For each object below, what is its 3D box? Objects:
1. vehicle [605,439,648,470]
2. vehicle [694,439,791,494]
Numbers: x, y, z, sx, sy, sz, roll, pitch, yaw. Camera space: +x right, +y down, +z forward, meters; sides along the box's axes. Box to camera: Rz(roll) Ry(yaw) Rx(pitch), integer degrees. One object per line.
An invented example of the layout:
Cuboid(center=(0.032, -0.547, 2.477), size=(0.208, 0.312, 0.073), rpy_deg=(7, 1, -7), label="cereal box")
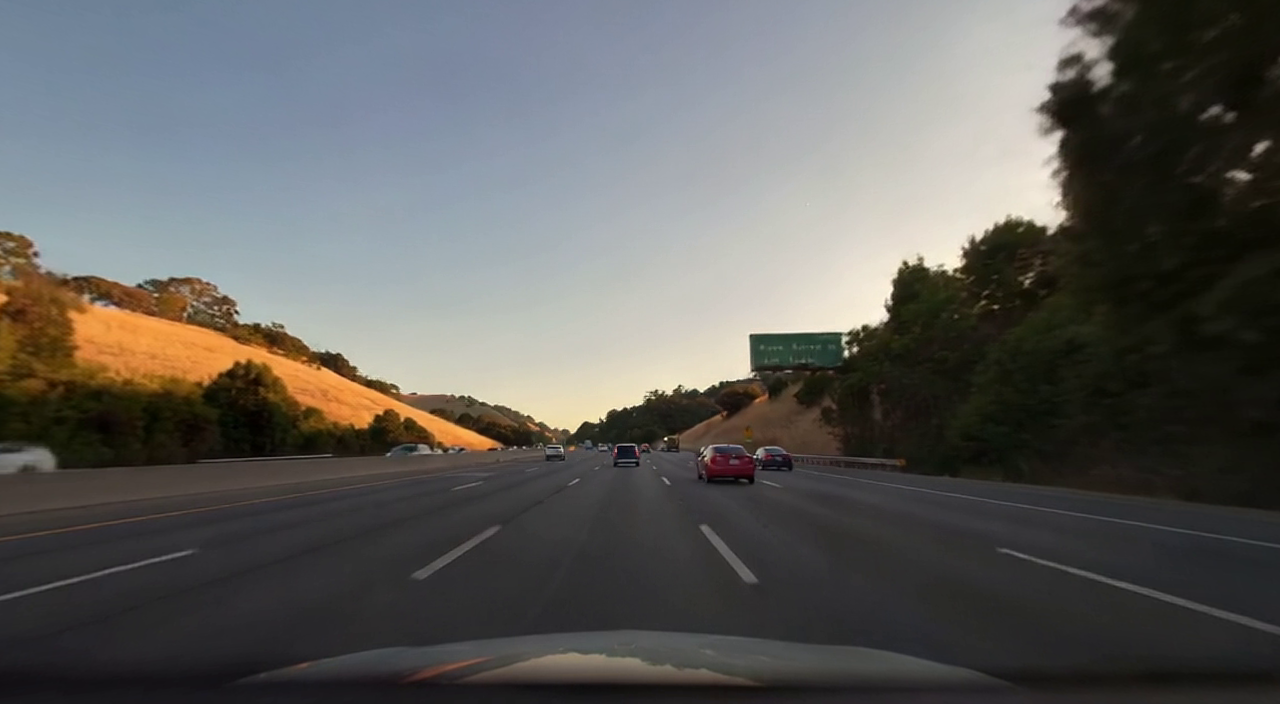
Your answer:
Cuboid(center=(-0.756, 5.809, 35.968), size=(2.277, 1.675, 4.023), rpy_deg=(0, -8, -1), label="vehicle")
Cuboid(center=(3.032, 3.511, 19.803), size=(2.120, 1.492, 4.734), rpy_deg=(0, -8, -2), label="vehicle")
